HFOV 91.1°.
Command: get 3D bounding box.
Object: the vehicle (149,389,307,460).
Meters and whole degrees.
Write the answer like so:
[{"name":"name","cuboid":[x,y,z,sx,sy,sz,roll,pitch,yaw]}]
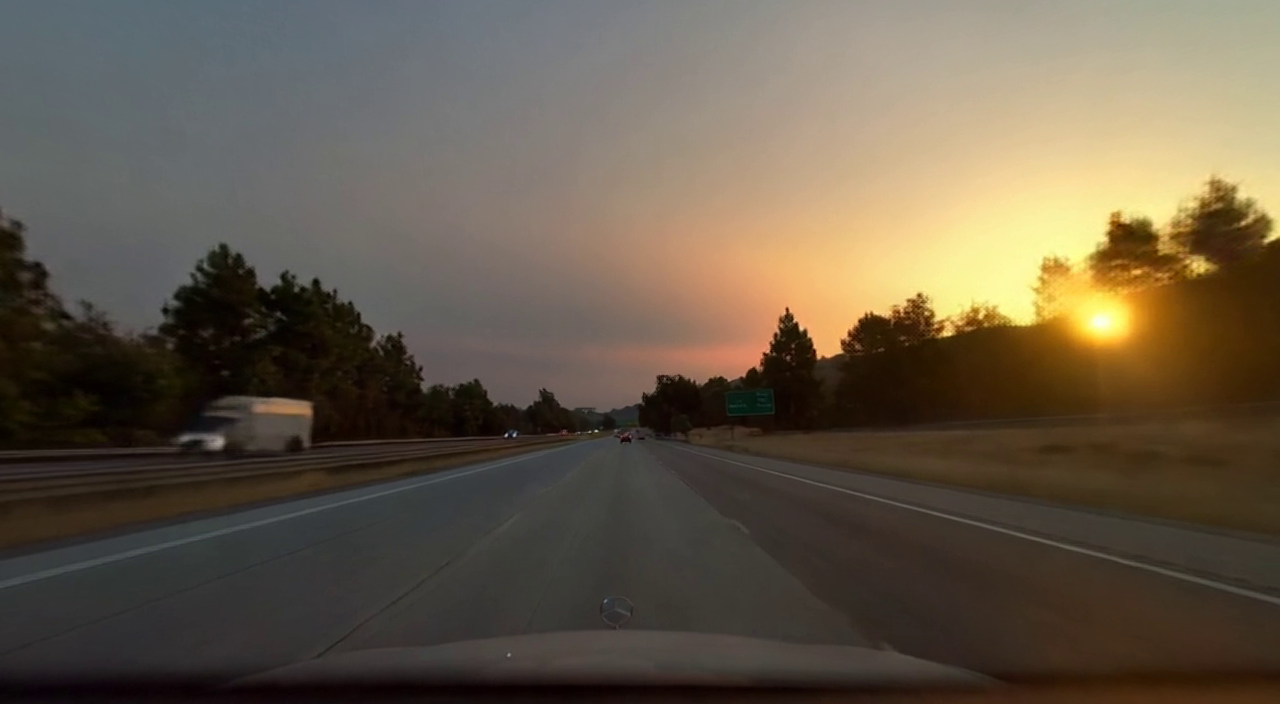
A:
[{"name":"vehicle","cuboid":[-16.571,3.044,25.902,2.306,2.546,6.242,0,-8,-1]}]
